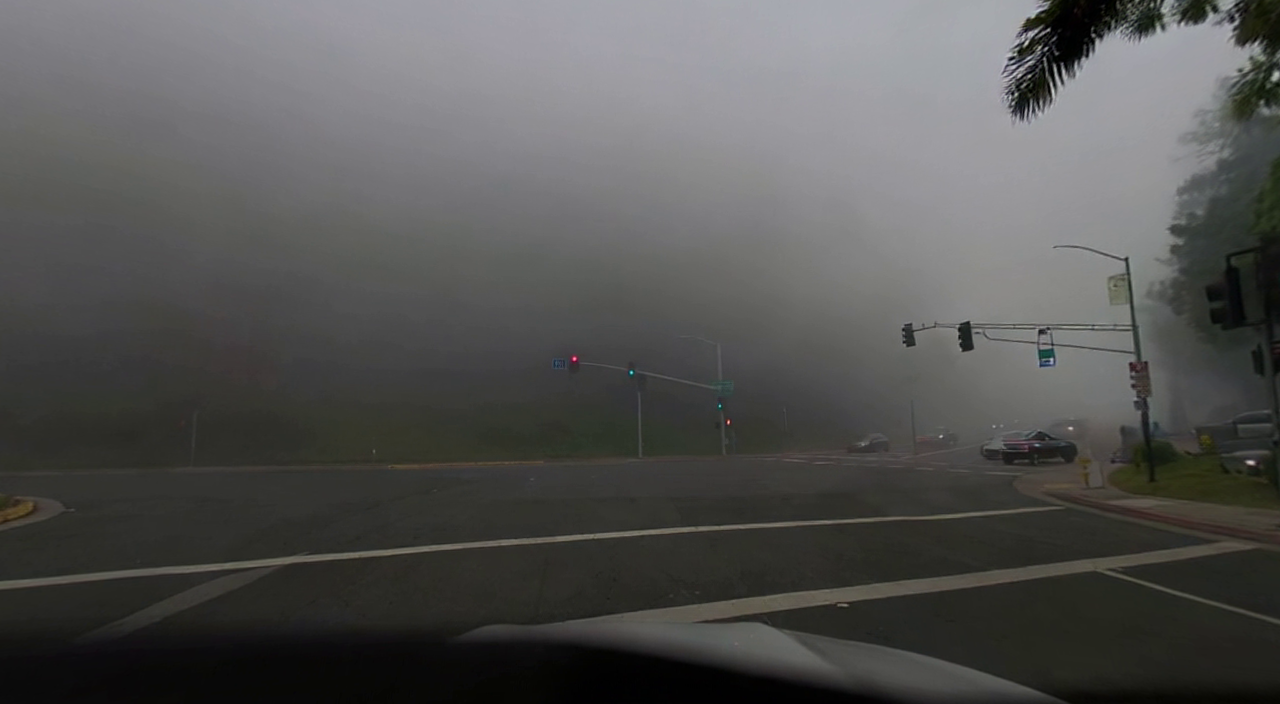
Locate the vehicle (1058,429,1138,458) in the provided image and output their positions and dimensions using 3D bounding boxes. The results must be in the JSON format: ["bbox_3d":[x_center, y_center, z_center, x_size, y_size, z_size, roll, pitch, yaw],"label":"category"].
[{"bbox_3d":[36.104,7.210,49.747,6.148,2.119,2.473,4,-10,-28],"label":"vehicle"}]

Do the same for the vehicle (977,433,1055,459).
[{"bbox_3d":[26.958,6.733,45.263,5.032,1.828,2.183,4,-9,-24],"label":"vehicle"}]

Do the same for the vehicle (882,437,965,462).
[{"bbox_3d":[18.694,6.425,41.621,5.234,1.549,1.982,4,-9,-24],"label":"vehicle"}]
